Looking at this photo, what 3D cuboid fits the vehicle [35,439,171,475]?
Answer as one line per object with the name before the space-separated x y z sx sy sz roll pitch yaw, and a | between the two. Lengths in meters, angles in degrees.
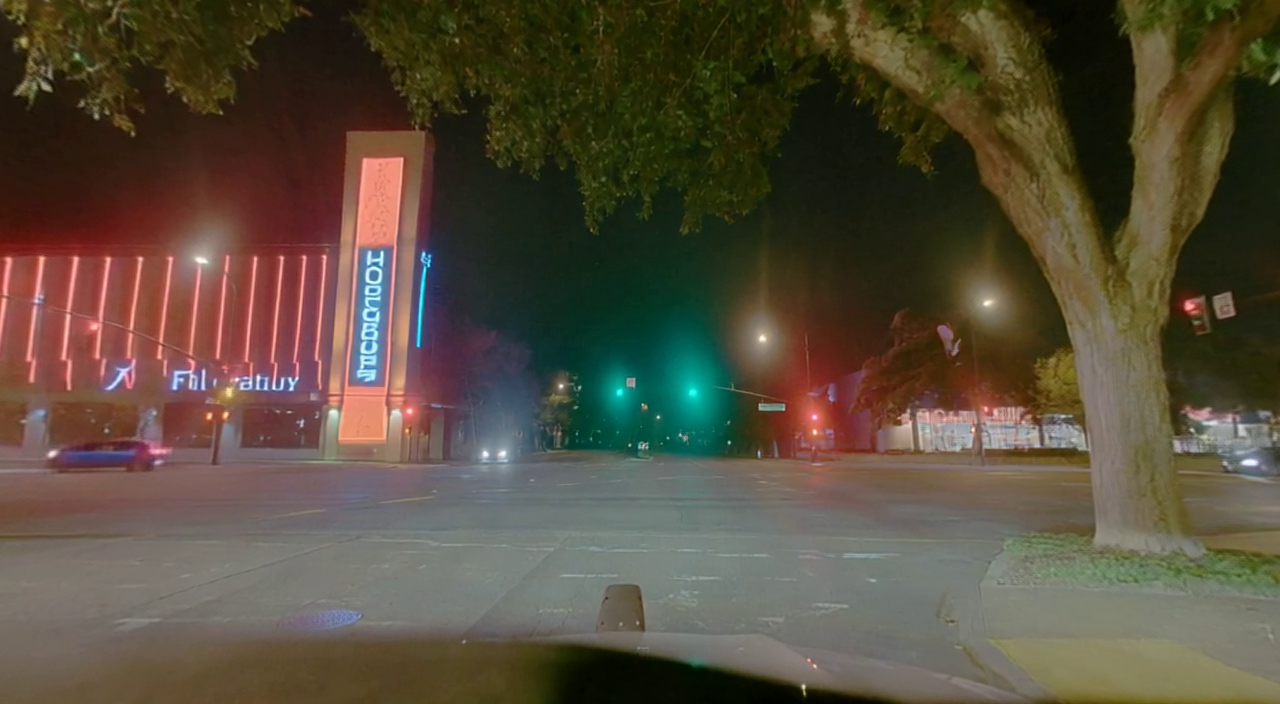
vehicle | -26.491 5.196 31.337 4.639 1.699 2.030 1 -9 -8
